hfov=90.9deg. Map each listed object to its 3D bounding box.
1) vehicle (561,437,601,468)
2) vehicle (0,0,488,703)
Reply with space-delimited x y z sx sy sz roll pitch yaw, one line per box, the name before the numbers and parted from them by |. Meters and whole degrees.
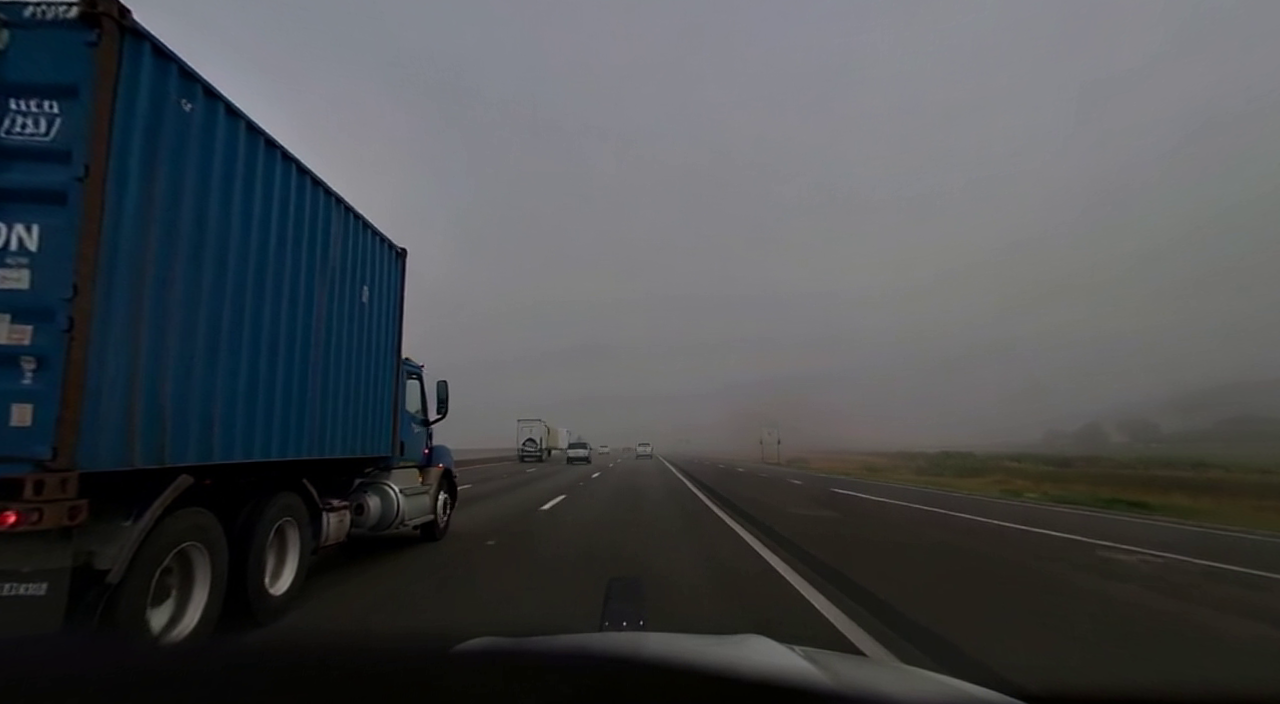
vehicle | -3.587 6.203 39.061 1.995 1.745 4.187 0 -8 1
vehicle | -4.017 0.256 6.427 2.987 3.868 7.576 0 -8 0
